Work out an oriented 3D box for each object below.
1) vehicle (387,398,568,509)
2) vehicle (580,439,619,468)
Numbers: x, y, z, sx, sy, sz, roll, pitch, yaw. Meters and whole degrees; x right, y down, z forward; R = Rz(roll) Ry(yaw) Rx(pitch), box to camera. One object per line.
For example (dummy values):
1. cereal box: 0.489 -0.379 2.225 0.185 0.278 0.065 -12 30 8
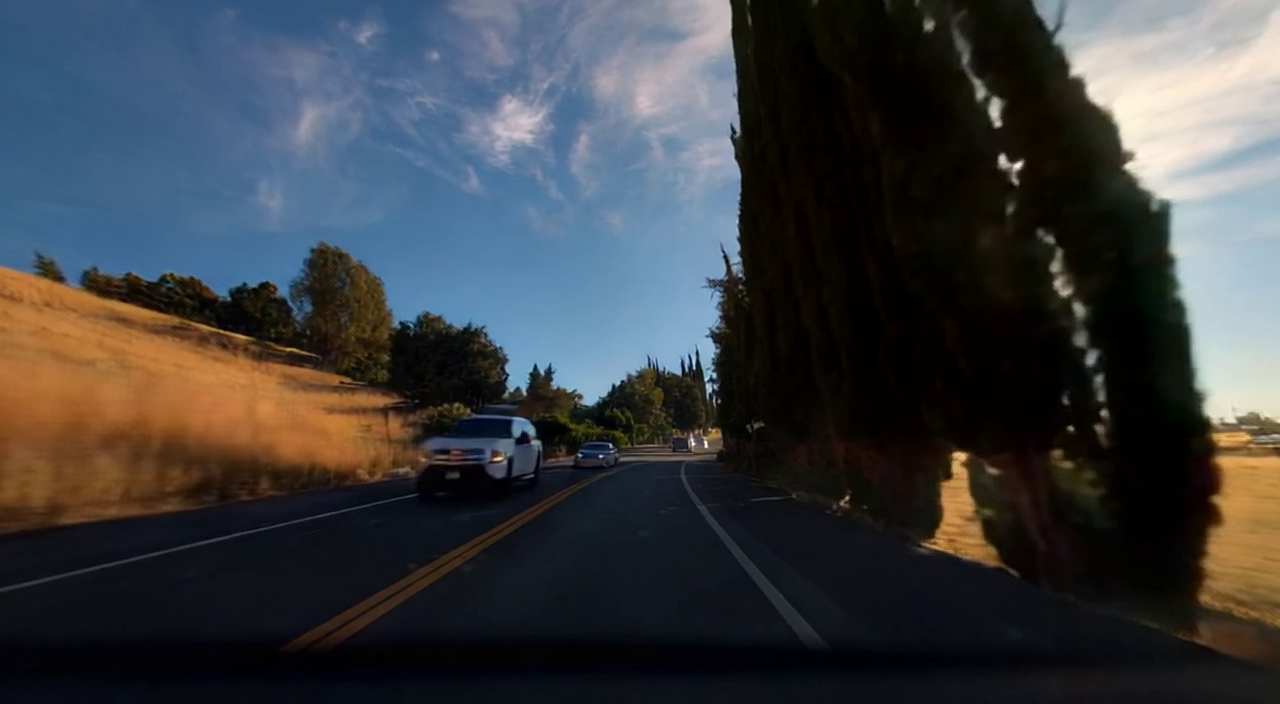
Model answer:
1. vehicle: -3.927 2.736 17.437 2.825 2.376 7.468 -1 -8 2
2. vehicle: -2.613 6.758 42.165 2.097 1.791 4.663 -1 -8 2
